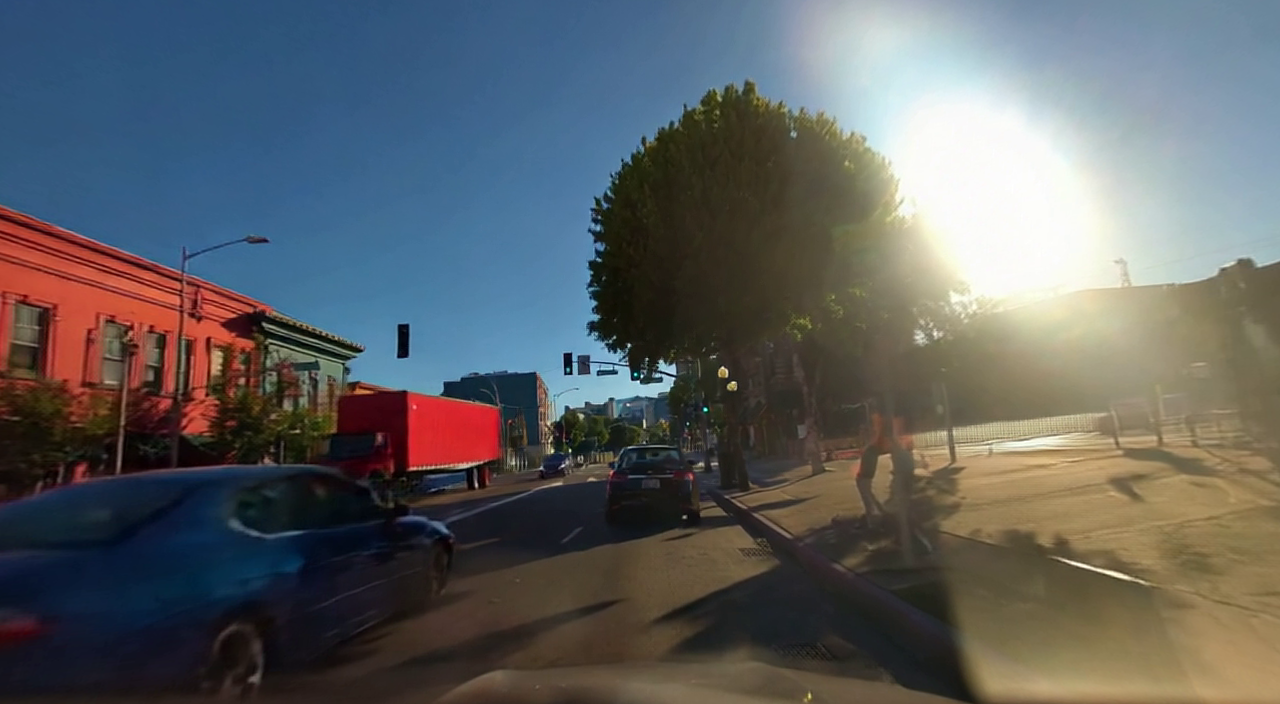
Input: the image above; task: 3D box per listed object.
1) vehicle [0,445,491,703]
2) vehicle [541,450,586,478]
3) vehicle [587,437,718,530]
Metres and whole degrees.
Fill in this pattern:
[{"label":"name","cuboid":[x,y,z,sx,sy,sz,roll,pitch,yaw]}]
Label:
[{"label":"vehicle","cuboid":[-2.738,1.345,4.211,2.099,1.424,4.843,-1,-8,3]},{"label":"vehicle","cuboid":[-4.518,6.651,37.727,1.918,1.475,4.750,-1,-8,2]},{"label":"vehicle","cuboid":[0.232,2.411,12.128,2.094,1.478,3.922,0,-8,1]}]
